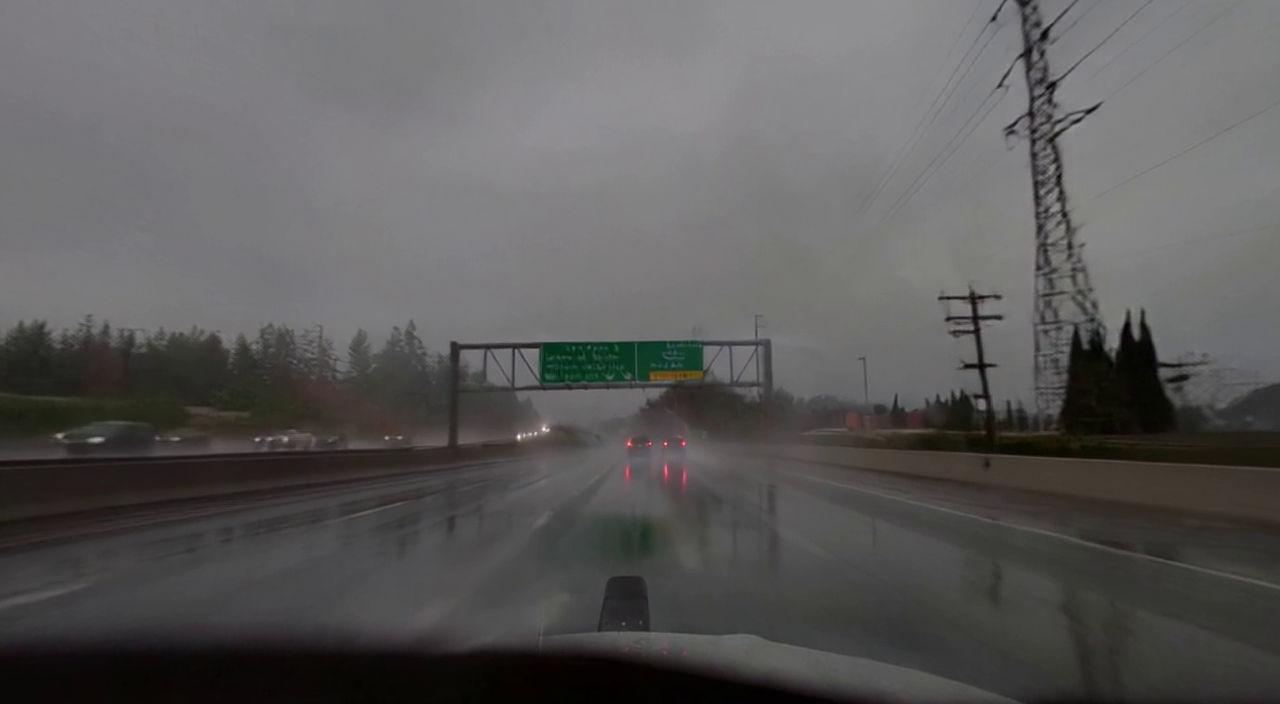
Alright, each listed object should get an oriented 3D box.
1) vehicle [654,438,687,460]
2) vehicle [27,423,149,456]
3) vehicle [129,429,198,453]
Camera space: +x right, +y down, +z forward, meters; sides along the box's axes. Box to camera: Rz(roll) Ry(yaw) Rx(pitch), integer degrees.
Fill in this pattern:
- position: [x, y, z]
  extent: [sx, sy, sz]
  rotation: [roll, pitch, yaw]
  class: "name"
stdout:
- position: [2.113, 6.981, 45.541]
  extent: [2.036, 1.486, 4.375]
  rotation: [0, -8, -2]
  class: "vehicle"
- position: [-26.312, 4.216, 30.302]
  extent: [1.791, 1.455, 4.487]
  rotation: [0, -8, 0]
  class: "vehicle"
- position: [-33.453, 6.276, 44.402]
  extent: [1.852, 1.606, 3.908]
  rotation: [0, -8, -1]
  class: "vehicle"
